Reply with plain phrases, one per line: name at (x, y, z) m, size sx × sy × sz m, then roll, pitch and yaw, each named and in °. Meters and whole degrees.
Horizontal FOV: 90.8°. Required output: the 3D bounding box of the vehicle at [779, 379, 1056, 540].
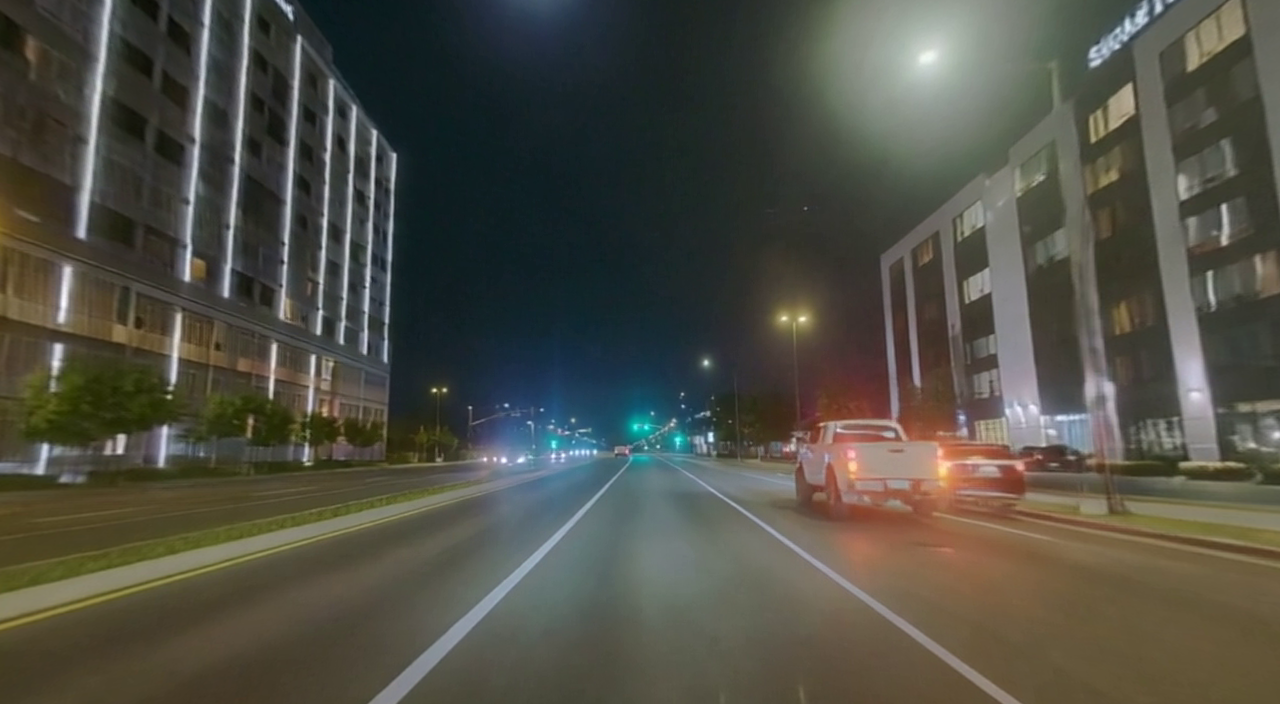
vehicle at (4.812, 2.044, 12.492) m, size 2.723 × 2.409 × 5.869 m, roll 0°, pitch -9°, yaw -1°
